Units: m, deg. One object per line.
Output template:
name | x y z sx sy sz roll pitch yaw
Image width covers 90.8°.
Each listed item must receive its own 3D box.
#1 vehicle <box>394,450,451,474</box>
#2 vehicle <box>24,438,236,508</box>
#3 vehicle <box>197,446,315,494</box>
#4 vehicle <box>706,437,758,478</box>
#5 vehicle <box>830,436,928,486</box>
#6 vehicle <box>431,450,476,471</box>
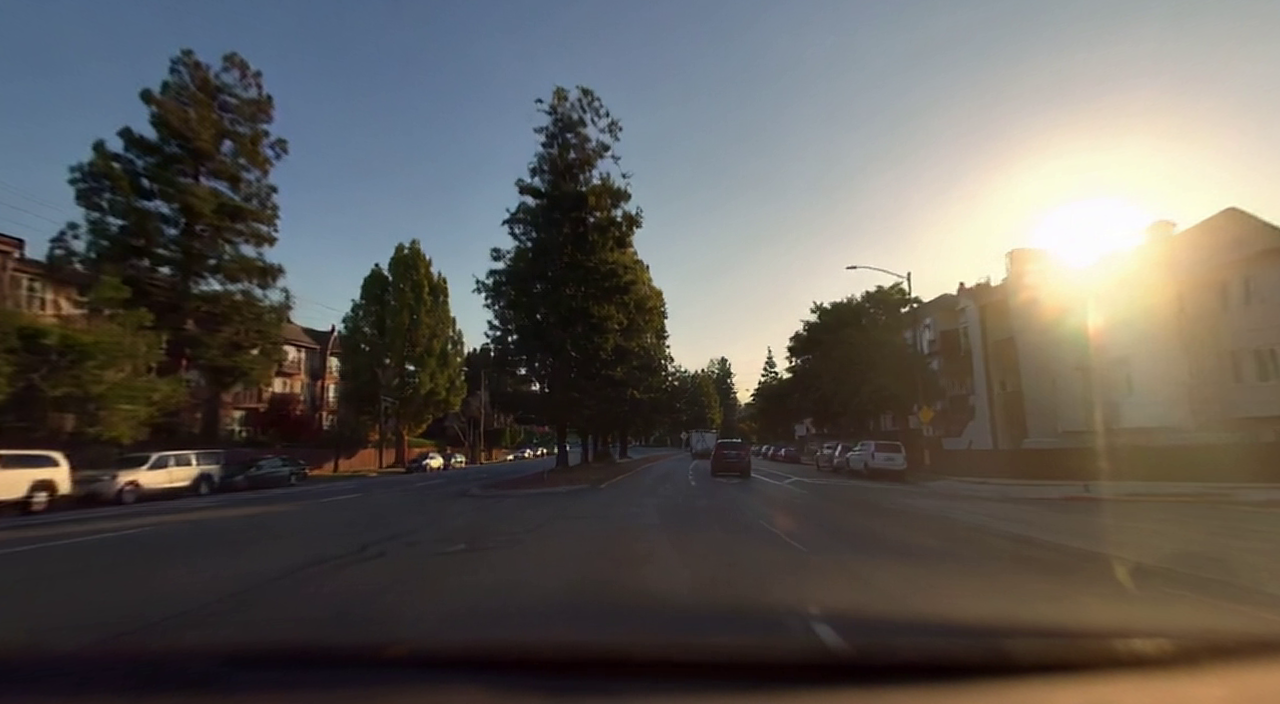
vehicle | -15.193 7.693 44.426 2.002 1.510 4.755 -1 -8 4
vehicle | -16.810 3.978 21.451 2.194 2.022 5.828 0 -8 2
vehicle | -16.351 5.007 27.246 2.014 1.734 4.651 -2 -7 3
vehicle | 4.314 5.027 30.378 2.085 1.763 4.490 -1 -8 3
vehicle | 10.574 4.869 28.600 2.460 2.002 5.900 -1 -8 4
vehicle | -14.694 8.557 49.984 1.822 1.478 4.275 -1 -8 6
